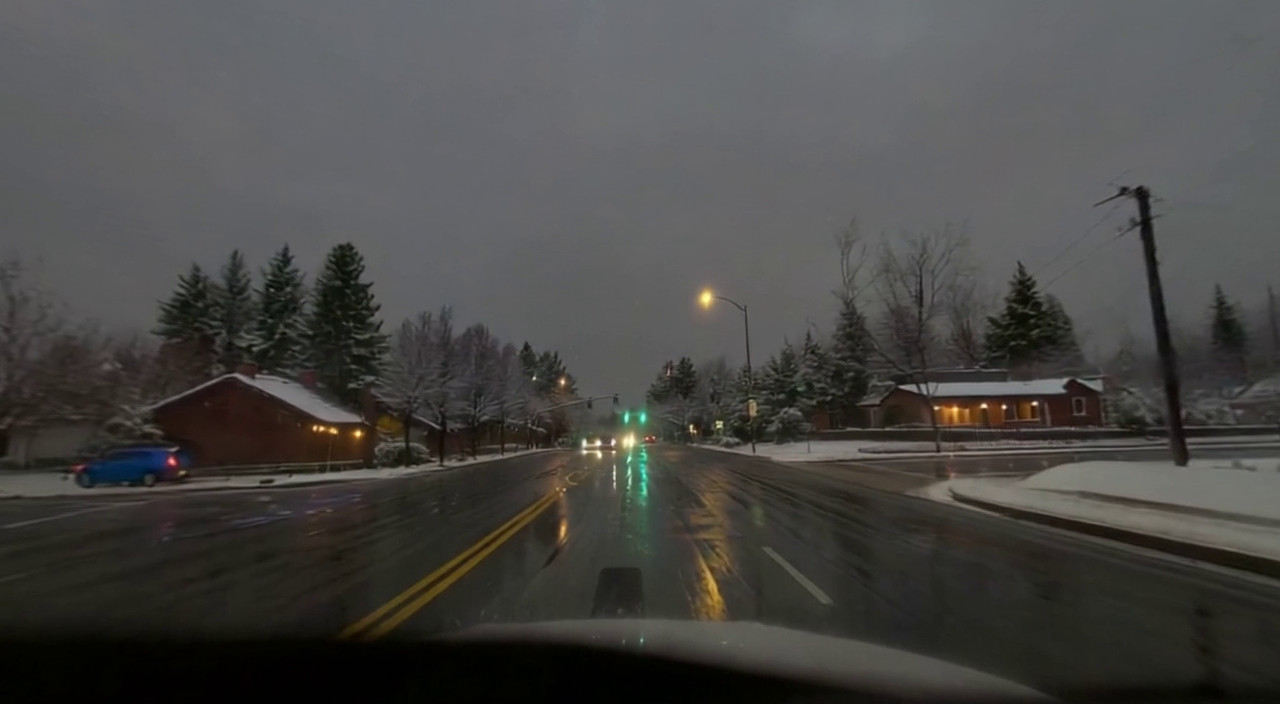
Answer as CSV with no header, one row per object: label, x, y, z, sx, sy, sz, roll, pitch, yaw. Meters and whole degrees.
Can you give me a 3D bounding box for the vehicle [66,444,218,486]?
vehicle,-25.771,5.777,32.954,2.239,1.961,5.660,-5,-10,33
